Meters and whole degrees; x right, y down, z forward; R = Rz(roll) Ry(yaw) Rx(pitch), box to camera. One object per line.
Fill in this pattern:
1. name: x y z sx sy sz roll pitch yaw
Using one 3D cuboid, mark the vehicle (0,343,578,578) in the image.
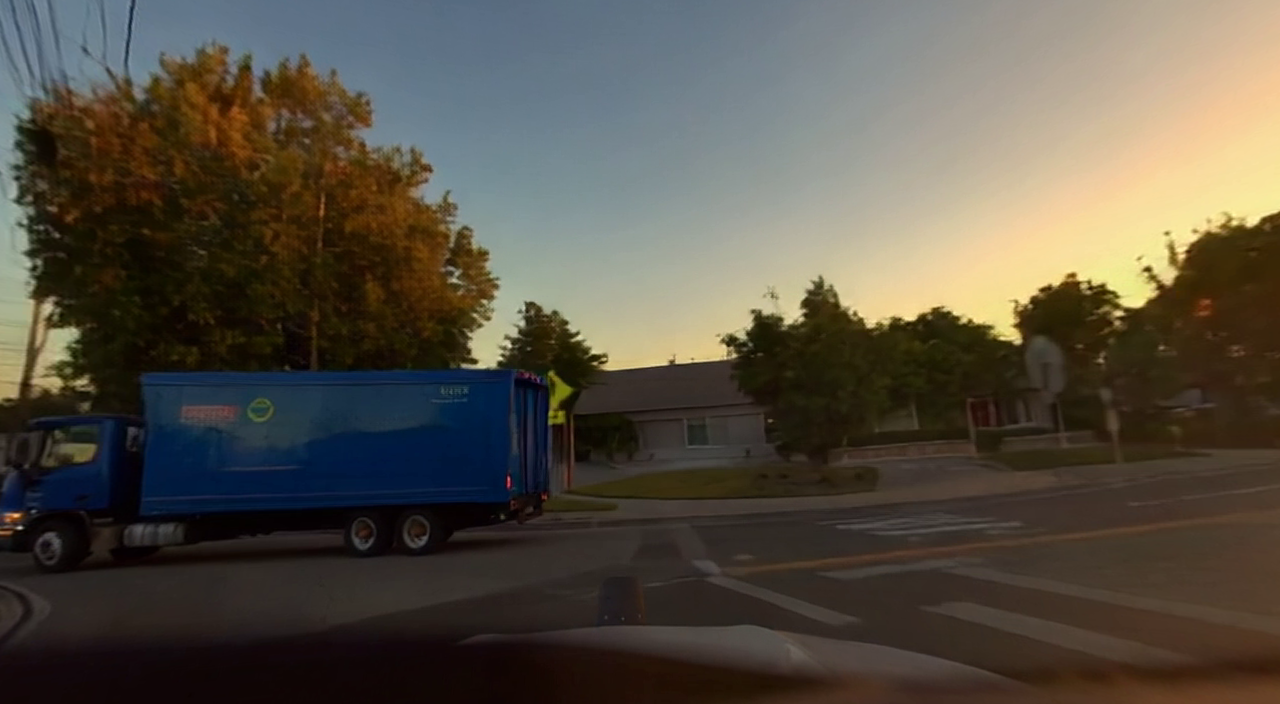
1. vehicle: -6.189 1.818 11.138 9.680 3.326 2.838 -1 -8 9
